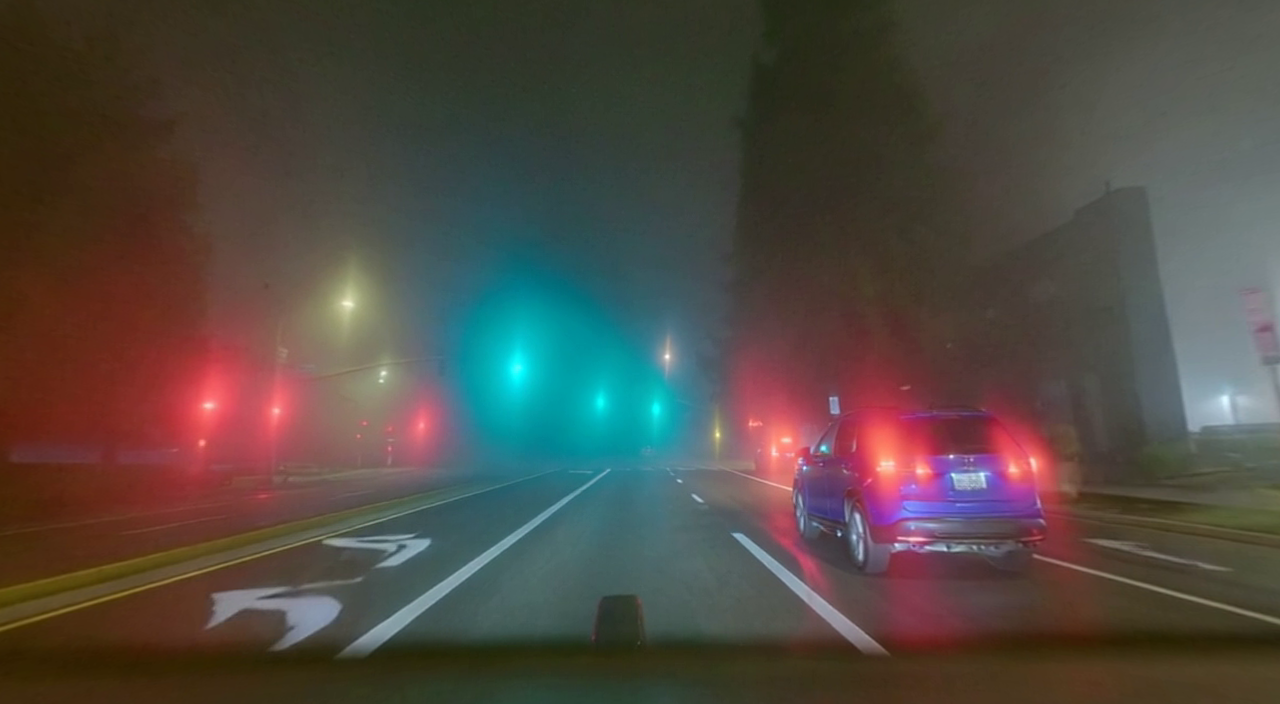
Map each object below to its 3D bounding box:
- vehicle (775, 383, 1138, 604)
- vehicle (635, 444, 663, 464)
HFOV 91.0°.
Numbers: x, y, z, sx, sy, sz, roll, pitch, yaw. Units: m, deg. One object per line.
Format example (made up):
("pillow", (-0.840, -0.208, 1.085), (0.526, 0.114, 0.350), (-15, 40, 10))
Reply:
("vehicle", (3.172, 1.526, 7.617), (2.033, 1.865, 4.360), (0, -8, -1))
("vehicle", (0.742, 7.969, 49.431), (2.131, 1.474, 4.146), (0, -8, 1))
